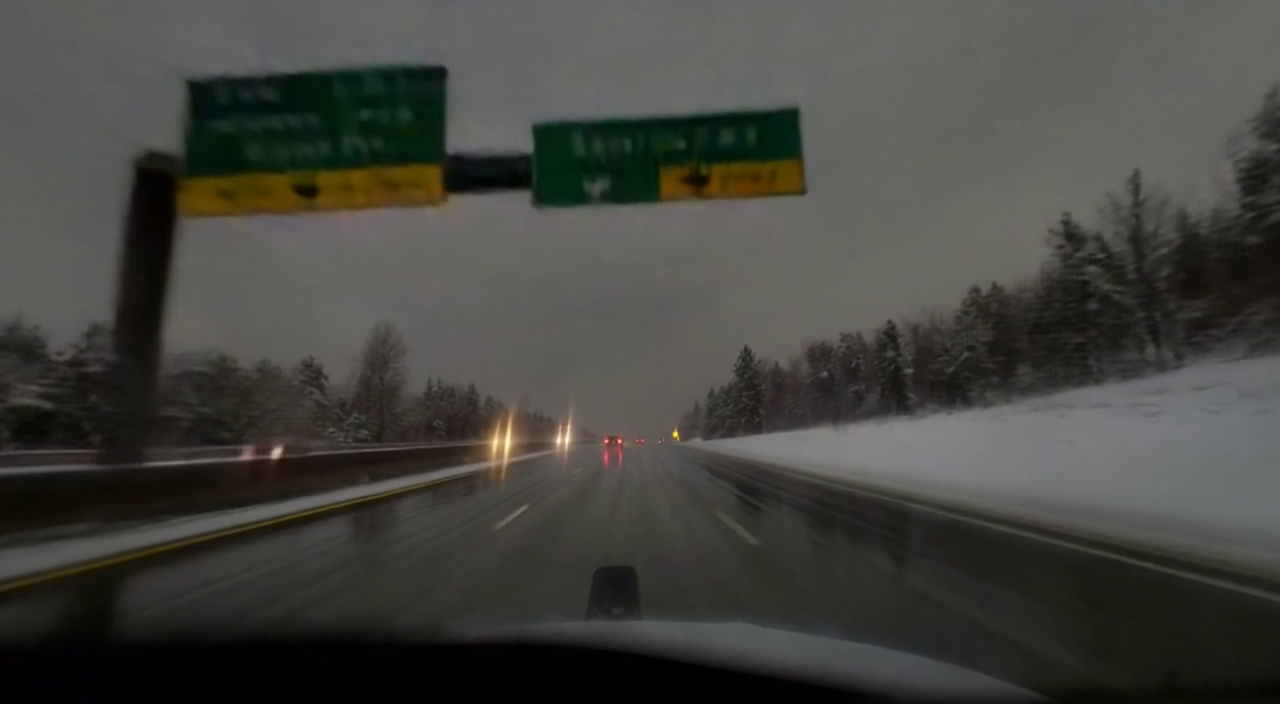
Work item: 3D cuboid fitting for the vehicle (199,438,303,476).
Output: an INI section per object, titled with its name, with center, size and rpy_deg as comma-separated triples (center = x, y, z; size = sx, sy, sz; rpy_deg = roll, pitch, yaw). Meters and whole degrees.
[vehicle]
center = -17.055, 4.574, 27.936
size = 1.923, 1.508, 4.253
rpy_deg = 0, -8, 0
